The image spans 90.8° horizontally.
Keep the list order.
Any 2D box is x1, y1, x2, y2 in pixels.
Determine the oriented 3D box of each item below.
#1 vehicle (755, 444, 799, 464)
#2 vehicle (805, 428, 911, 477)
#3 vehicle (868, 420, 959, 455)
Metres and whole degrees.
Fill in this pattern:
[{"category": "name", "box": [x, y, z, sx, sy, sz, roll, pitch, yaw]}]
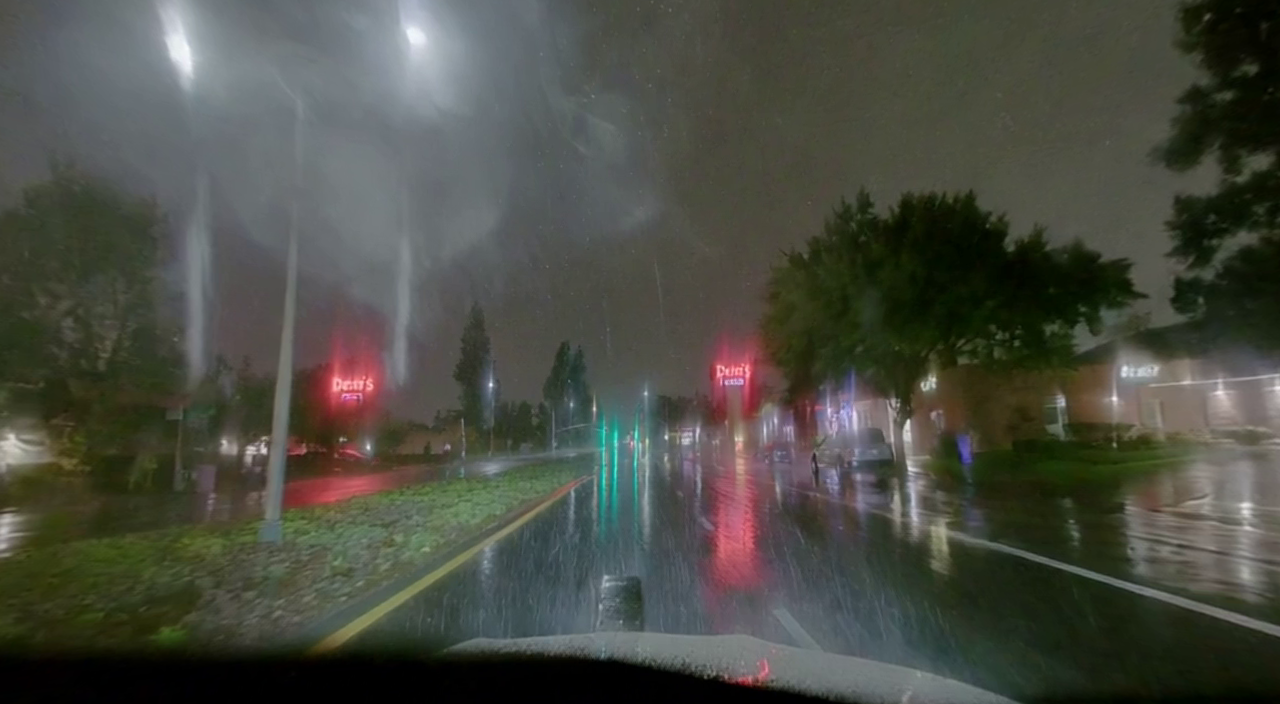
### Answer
[{"category": "vehicle", "box": [10.052, 7.509, 46.681, 2.034, 1.437, 4.728, 0, -8, -2]}, {"category": "vehicle", "box": [10.186, 4.758, 30.221, 2.610, 2.072, 5.985, 0, -8, -3]}, {"category": "vehicle", "box": [20.516, 6.438, 47.459, 5.877, 2.471, 2.528, -5, -10, 30]}]
